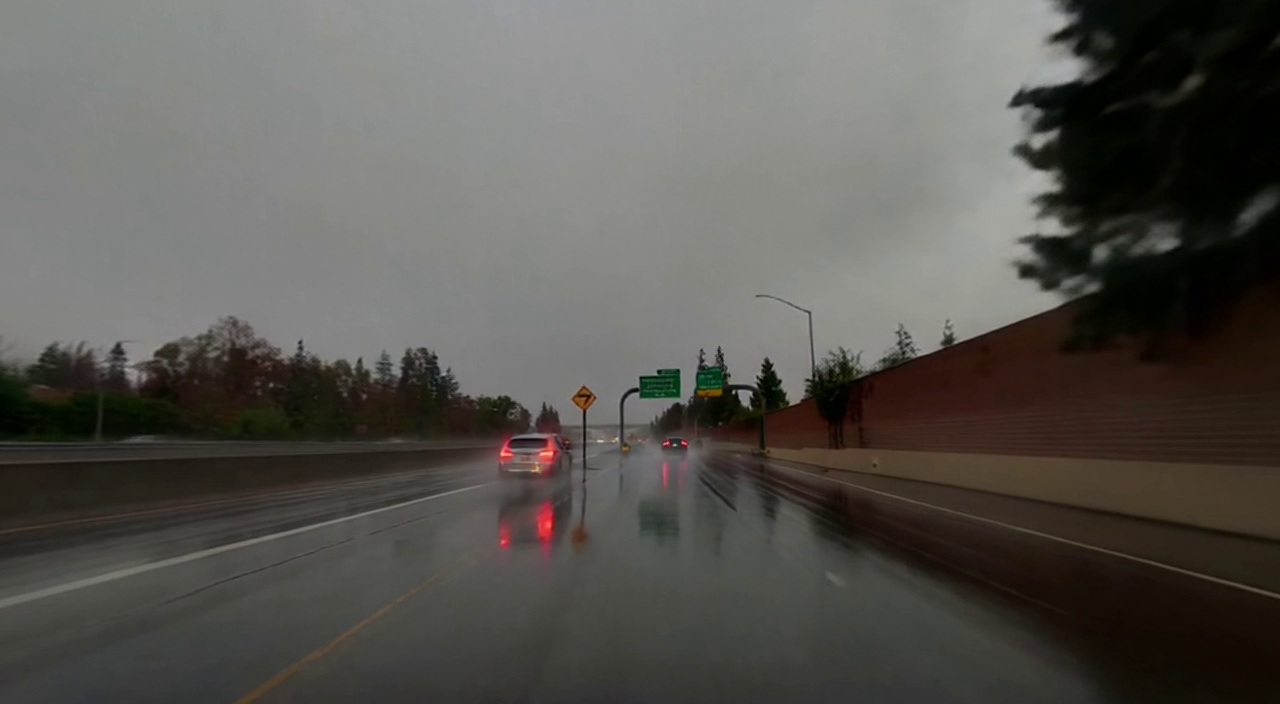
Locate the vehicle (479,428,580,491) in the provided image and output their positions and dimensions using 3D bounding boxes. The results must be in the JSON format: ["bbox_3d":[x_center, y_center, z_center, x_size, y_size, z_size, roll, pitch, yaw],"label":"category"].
[{"bbox_3d":[-3.282,3.333,19.830,2.151,1.707,4.759,0,-9,2],"label":"vehicle"}]
